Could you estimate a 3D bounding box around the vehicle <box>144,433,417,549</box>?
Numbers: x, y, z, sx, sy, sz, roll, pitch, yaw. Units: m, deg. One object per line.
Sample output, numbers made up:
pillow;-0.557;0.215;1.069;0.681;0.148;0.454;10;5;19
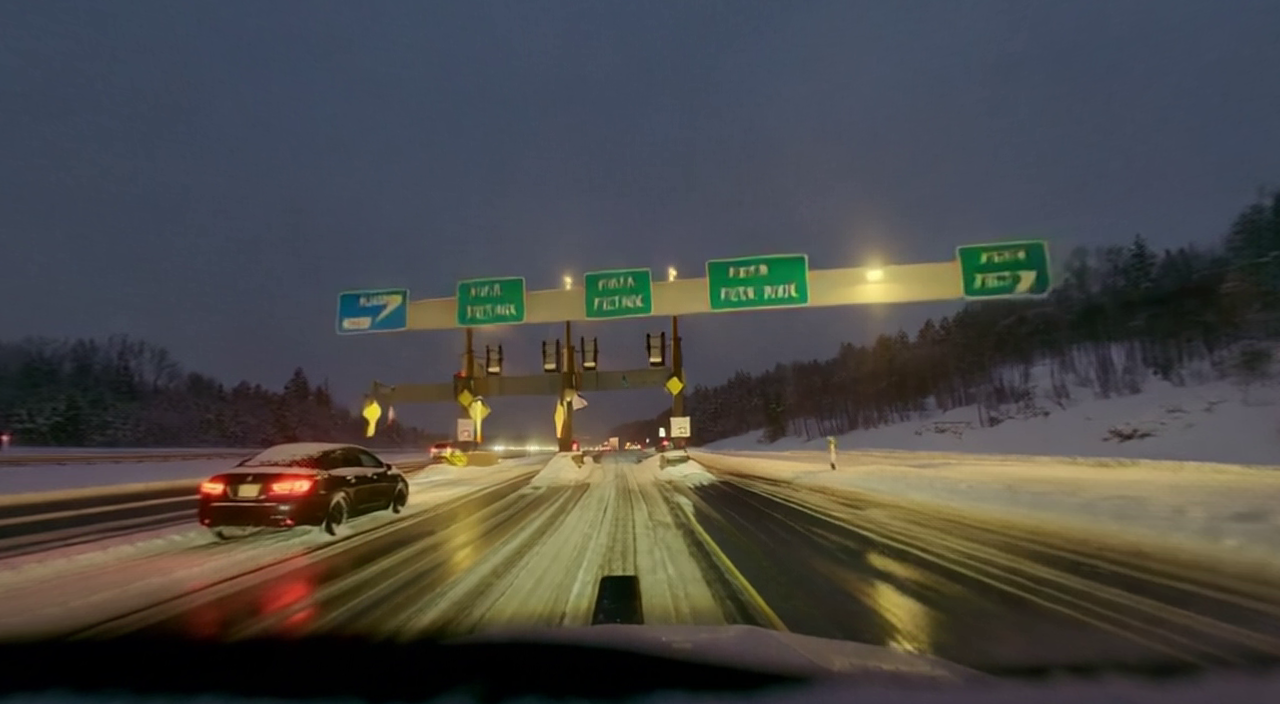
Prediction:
vehicle;-5.379;2.104;10.312;1.981;1.465;4.334;0;-8;-1
